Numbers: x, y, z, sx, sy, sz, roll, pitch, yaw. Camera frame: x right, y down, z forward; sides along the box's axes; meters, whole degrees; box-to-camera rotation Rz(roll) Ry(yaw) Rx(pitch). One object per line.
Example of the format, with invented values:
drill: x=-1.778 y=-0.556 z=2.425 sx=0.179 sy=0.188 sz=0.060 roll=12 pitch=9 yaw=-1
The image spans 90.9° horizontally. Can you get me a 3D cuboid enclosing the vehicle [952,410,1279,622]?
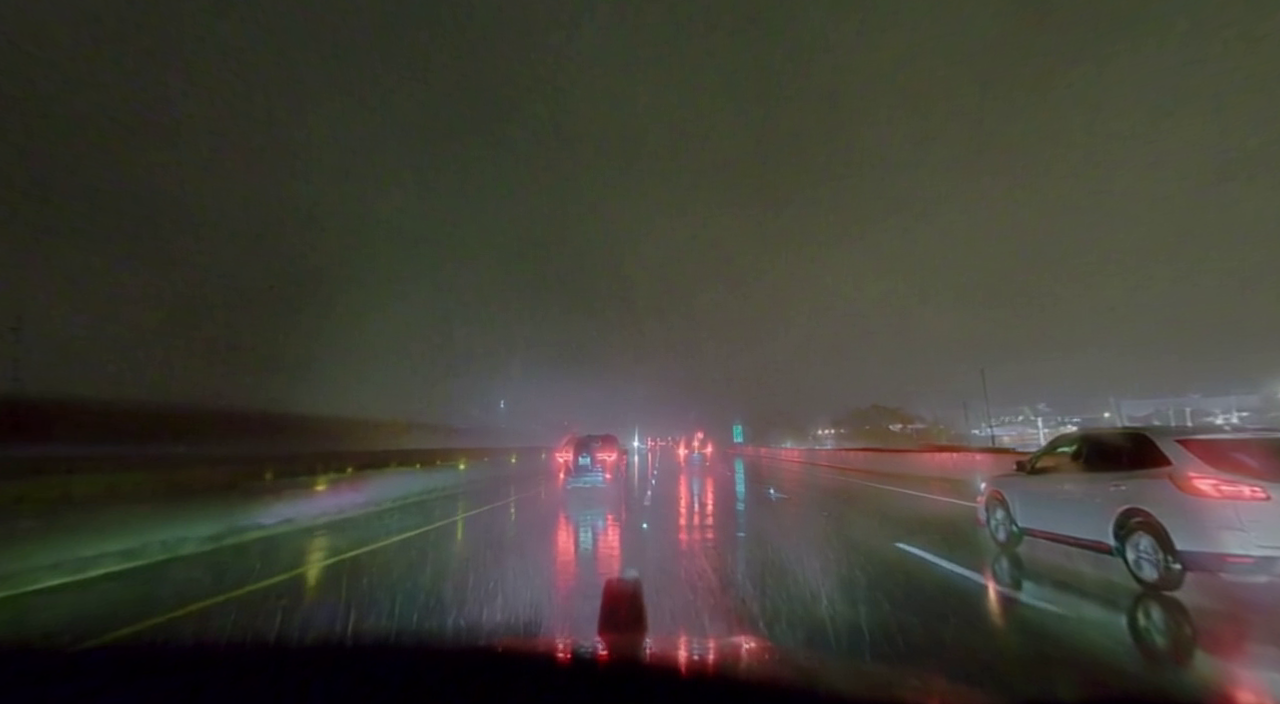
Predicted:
vehicle: x=5.678 y=1.570 z=7.112 sx=2.027 sy=1.588 sz=4.611 roll=0 pitch=-8 yaw=1

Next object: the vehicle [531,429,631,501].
vehicle: x=-1.485 y=3.128 z=17.915 sx=2.239 sy=1.761 sz=4.620 roll=-1 pitch=-8 yaw=2

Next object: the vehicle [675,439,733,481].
vehicle: x=2.547 y=4.391 z=25.972 sx=2.000 sy=1.558 sz=3.945 roll=0 pitch=-8 yaw=1
